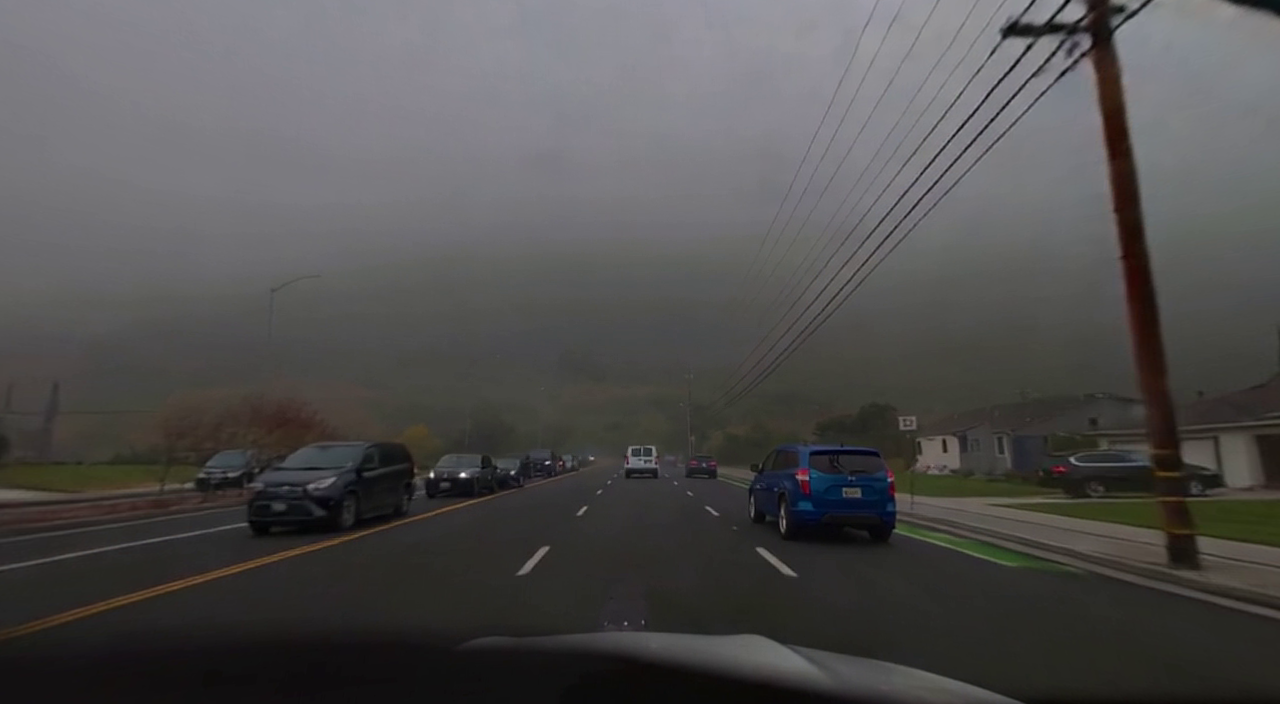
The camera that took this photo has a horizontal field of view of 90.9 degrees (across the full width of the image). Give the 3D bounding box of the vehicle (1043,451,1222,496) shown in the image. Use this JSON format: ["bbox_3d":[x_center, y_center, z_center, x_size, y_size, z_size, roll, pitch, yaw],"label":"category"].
[{"bbox_3d":[17.282,4.277,22.312,4.656,1.461,1.955,0,-9,0],"label":"vehicle"}]

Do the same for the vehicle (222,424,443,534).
[{"bbox_3d":[-6.190,2.613,13.700,1.993,1.884,5.481,0,-9,0],"label":"vehicle"}]

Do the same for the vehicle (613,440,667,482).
[{"bbox_3d":[-0.034,5.667,33.205,2.636,2.011,5.130,0,-9,-1],"label":"vehicle"}]

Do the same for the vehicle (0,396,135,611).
[{"bbox_3d":[-6.385,1.154,4.474,1.983,1.801,4.391,0,-9,-1],"label":"vehicle"}]

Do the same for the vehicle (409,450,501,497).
[{"bbox_3d":[-6.383,4.227,22.373,1.891,1.479,4.624,0,-9,0],"label":"vehicle"}]

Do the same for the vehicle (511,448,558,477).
[{"bbox_3d":[-6.443,6.791,38.988,2.095,1.695,4.431,0,-9,0],"label":"vehicle"}]

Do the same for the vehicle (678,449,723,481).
[{"bbox_3d":[3.303,6.232,35.148,1.957,1.646,4.355,0,-9,-1],"label":"vehicle"}]

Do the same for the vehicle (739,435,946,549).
[{"bbox_3d":[3.370,2.429,11.725,2.155,1.658,4.721,0,-9,-2],"label":"vehicle"}]

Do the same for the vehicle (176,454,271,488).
[{"bbox_3d":[-20.245,5.774,30.877,1.763,1.459,4.315,1,-9,-1],"label":"vehicle"}]
